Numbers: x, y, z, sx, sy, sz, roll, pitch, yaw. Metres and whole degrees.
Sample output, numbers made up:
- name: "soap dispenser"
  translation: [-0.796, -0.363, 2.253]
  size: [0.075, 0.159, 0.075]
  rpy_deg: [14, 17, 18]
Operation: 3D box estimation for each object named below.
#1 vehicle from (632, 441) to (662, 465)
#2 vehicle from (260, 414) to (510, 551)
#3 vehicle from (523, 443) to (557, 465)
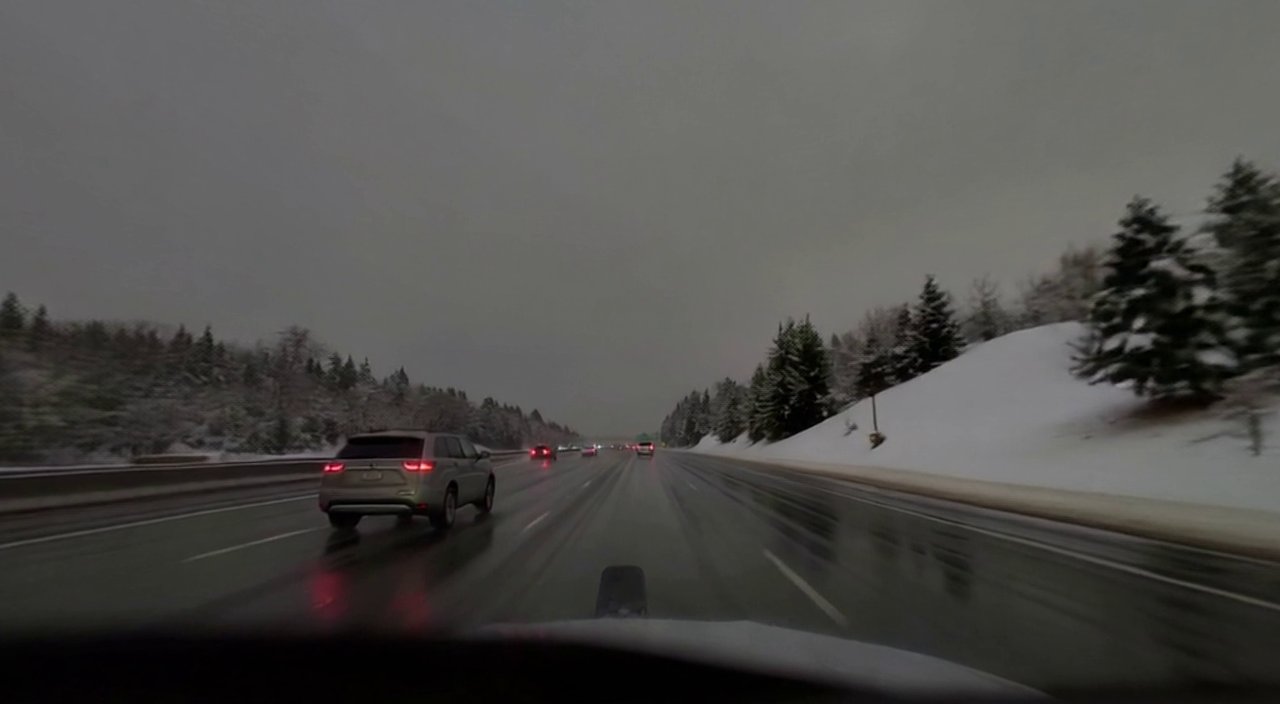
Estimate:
- name: "vehicle"
  translation: [0.480, 7.340, 46.019]
  size: [2.023, 1.589, 4.030]
  rpy_deg: [0, -8, 0]
- name: "vehicle"
  translation: [-3.791, 2.035, 10.488]
  size: [2.214, 1.759, 4.435]
  rpy_deg: [-1, -8, 1]
- name: "vehicle"
  translation: [-7.726, 7.920, 49.107]
  size: [1.871, 1.542, 4.371]
  rpy_deg: [-1, -8, 0]
